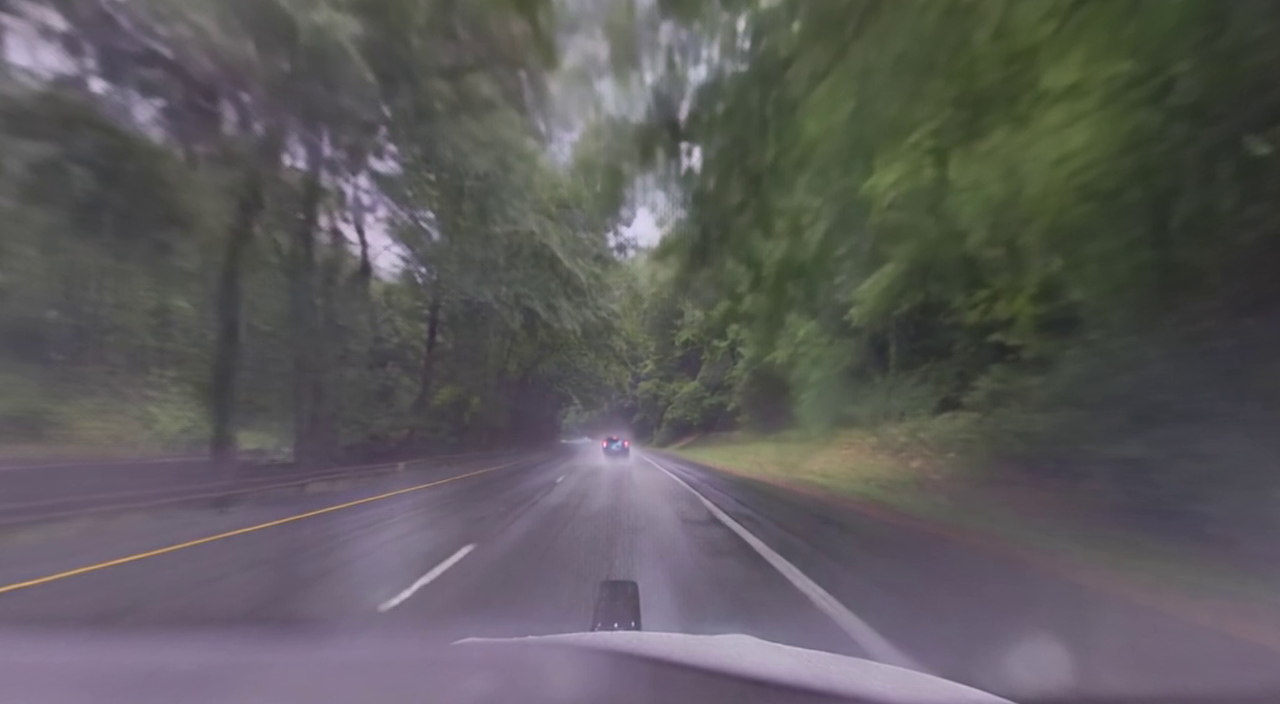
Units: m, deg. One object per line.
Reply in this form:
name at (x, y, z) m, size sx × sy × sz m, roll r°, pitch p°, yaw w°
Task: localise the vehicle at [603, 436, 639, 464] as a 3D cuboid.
vehicle at (-1.111, 5.678, 36.706) m, size 2.004 × 1.515 × 3.968 m, roll 0°, pitch -8°, yaw -1°
